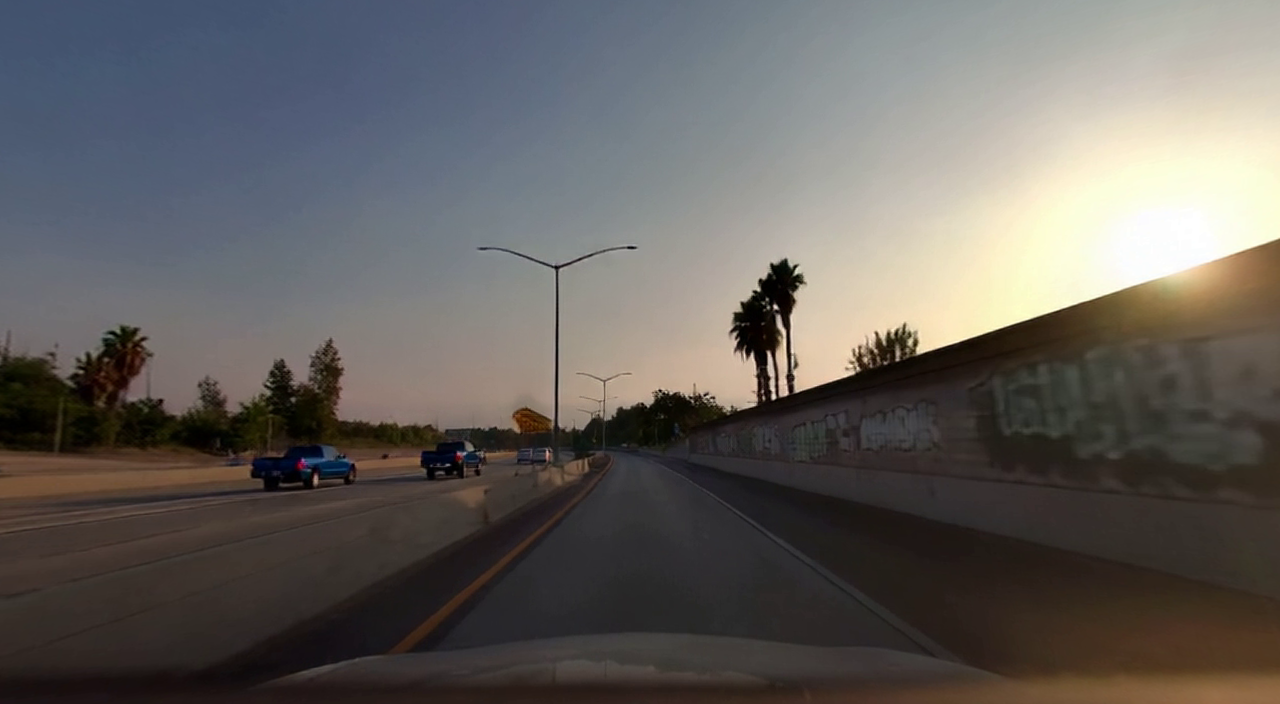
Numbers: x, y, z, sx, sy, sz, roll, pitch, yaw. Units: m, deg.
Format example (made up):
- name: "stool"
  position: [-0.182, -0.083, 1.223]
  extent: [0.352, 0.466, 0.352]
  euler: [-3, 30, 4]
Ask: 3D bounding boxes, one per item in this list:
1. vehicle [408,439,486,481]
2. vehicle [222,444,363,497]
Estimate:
- name: "vehicle"
  position: [-10.057, 5.682, 33.471]
  extent: [2.342, 1.999, 5.594]
  euler: [0, -9, 0]
- name: "vehicle"
  position: [-13.846, 4.702, 25.725]
  extent: [2.272, 1.882, 5.941]
  euler: [0, -9, 1]
